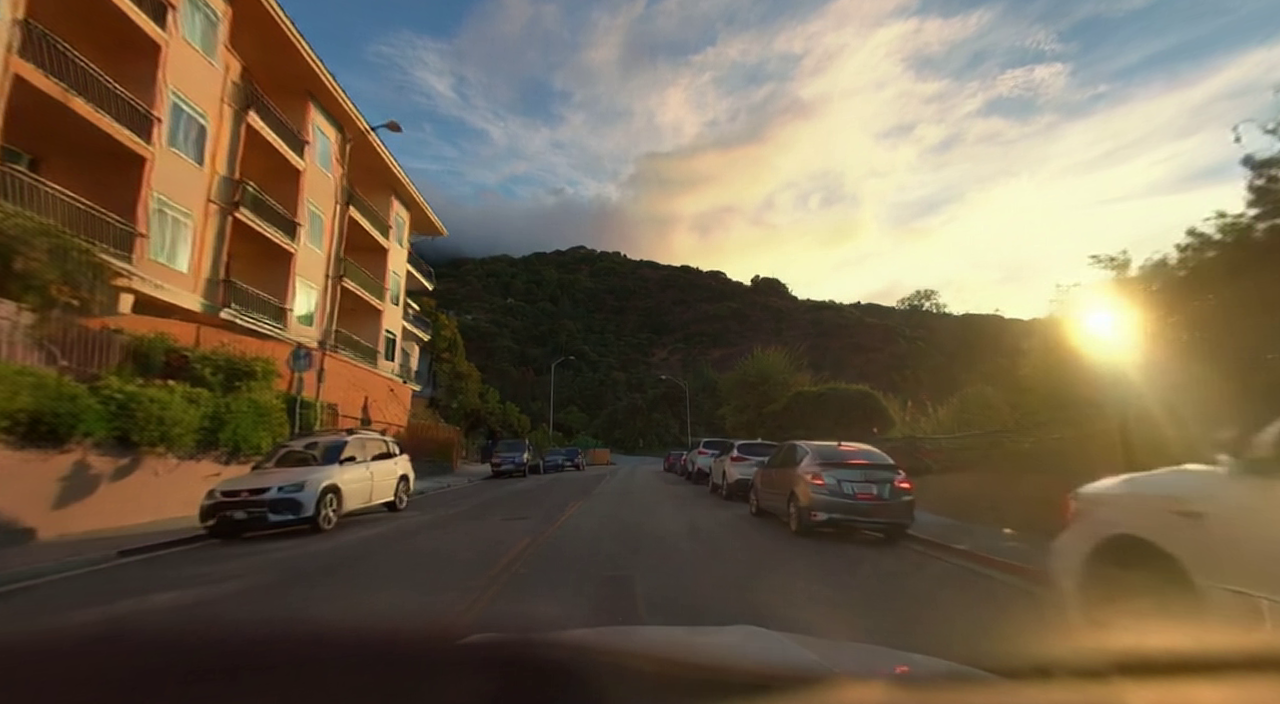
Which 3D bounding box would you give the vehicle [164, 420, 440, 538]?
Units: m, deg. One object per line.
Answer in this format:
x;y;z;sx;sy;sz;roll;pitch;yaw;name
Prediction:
-6.220;2.413;12.758;2.374;1.843;5.638;0;-8;1;vehicle

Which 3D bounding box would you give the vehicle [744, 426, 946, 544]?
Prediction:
3.199;2.170;10.950;1.926;1.602;4.433;0;-8;-1;vehicle

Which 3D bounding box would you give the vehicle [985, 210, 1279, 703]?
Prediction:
3.482;0.465;1.218;2.482;2.184;5.383;0;-8;-1;vehicle

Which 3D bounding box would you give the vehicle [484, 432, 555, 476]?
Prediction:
-6.454;5.696;34.542;2.692;1.949;5.948;0;-13;0;vehicle

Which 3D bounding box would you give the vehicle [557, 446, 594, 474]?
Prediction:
-3.570;6.141;35.485;1.856;1.474;4.522;1;-11;-4;vehicle
